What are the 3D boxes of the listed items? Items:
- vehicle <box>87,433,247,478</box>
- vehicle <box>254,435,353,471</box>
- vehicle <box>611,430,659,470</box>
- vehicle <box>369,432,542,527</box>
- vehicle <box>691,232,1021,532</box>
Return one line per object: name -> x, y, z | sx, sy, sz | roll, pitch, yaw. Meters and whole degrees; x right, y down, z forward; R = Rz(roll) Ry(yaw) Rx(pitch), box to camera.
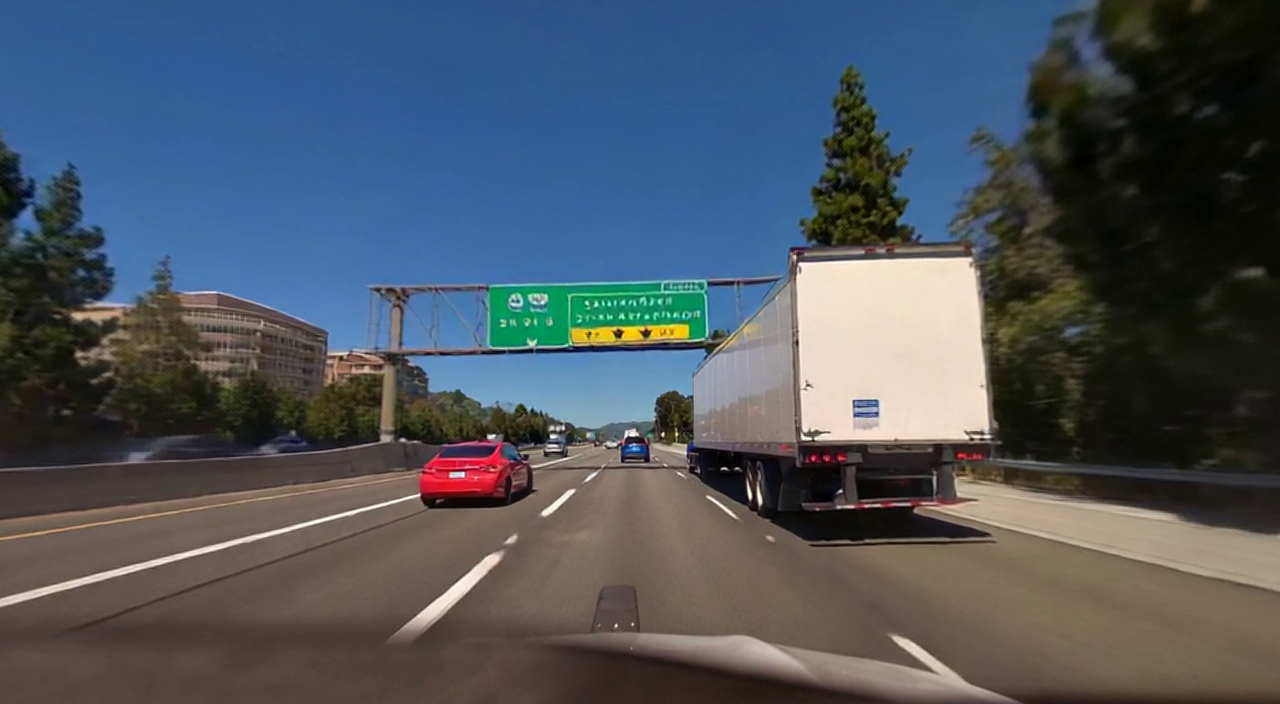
vehicle -> -20.108, 4.434, 27.383 | 2.356, 1.717, 6.037 | 0, -9, -1
vehicle -> -16.865, 5.103, 32.047 | 2.137, 1.629, 5.334 | 0, -9, 0
vehicle -> -0.259, 4.827, 31.304 | 2.203, 1.805, 4.358 | 0, -9, 0
vehicle -> -3.141, 2.264, 11.863 | 1.864, 1.406, 4.544 | 0, -9, 0
vehicle -> 3.467, 1.448, 16.072 | 2.876, 4.086, 15.117 | 0, -9, -1
